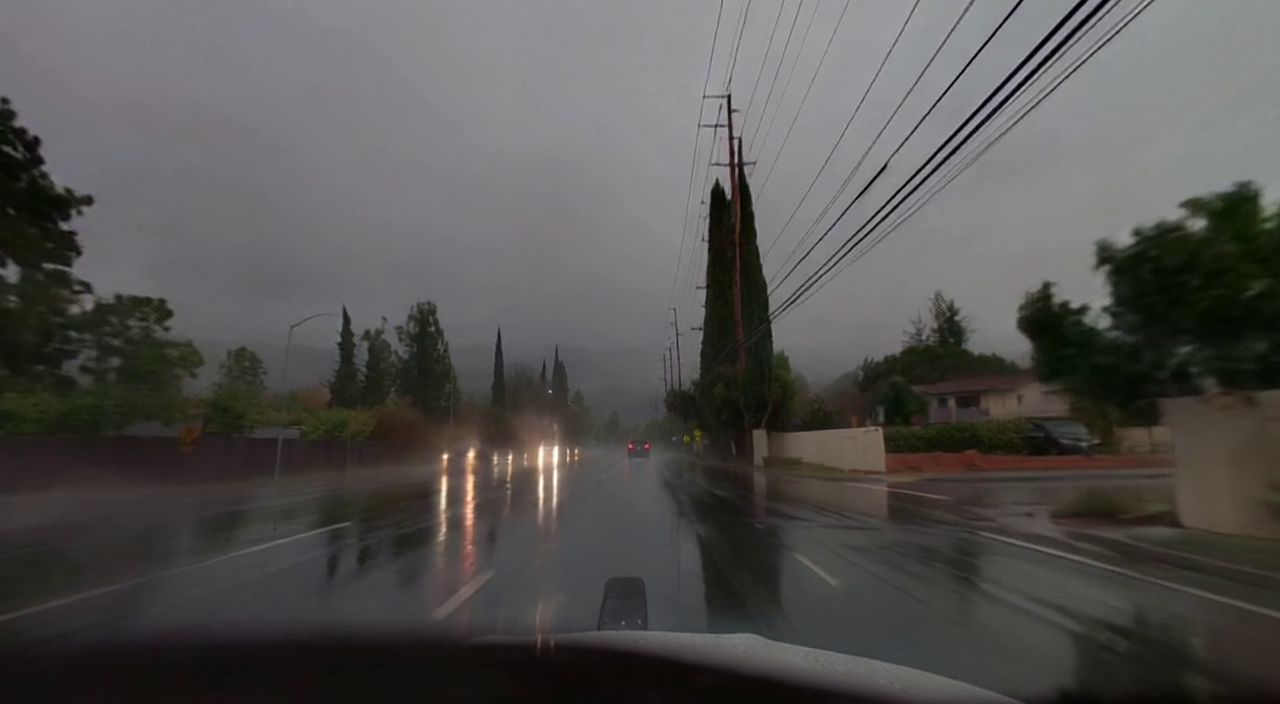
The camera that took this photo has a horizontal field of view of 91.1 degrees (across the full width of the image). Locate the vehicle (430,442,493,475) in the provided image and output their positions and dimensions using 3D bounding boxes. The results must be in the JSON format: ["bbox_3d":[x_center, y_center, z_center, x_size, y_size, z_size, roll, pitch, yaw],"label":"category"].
[{"bbox_3d":[-9.814,5.898,34.942,2.111,1.718,4.465,0,-9,1],"label":"vehicle"}]
